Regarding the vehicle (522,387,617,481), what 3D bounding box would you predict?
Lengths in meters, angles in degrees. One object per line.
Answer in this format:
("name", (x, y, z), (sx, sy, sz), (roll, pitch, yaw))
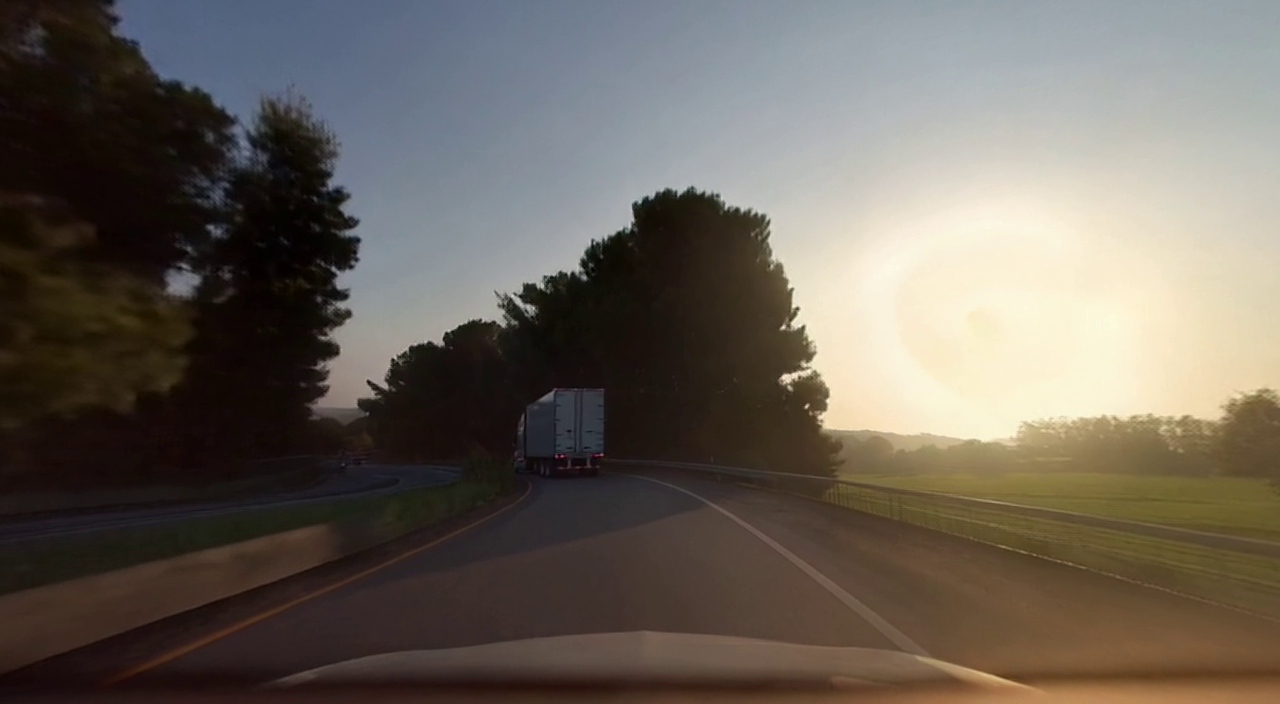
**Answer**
("vehicle", (-4.440, 4.551, 35.319), (3.087, 4.178, 13.682), (0, -7, -16))
